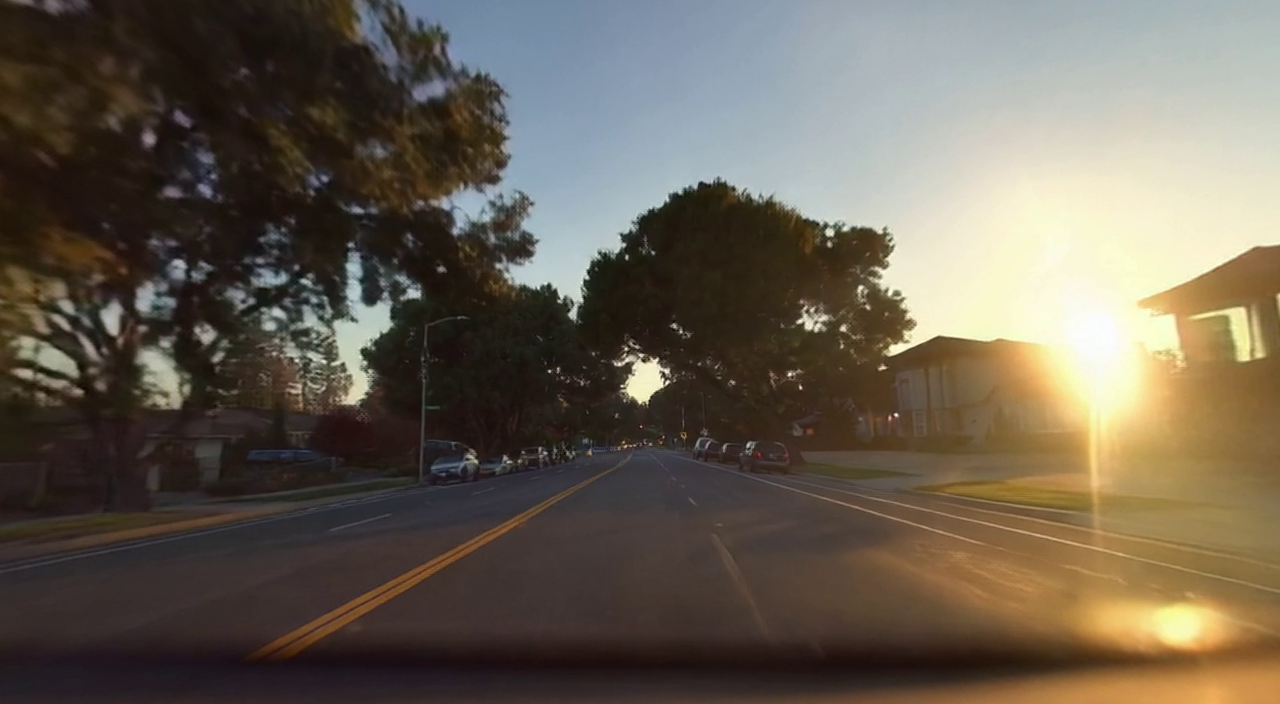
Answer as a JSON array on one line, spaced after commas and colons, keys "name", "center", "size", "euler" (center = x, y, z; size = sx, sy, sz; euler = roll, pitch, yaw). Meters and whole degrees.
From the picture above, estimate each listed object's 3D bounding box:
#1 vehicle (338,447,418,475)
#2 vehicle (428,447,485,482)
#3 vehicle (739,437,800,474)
[{"name": "vehicle", "center": [-18.351, 7.643, 44.393], "size": [4.699, 1.853, 2.095], "euler": [-1, -8, 3]}, {"name": "vehicle", "center": [-10.654, 6.547, 36.975], "size": [1.996, 1.781, 4.139], "euler": [-3, -9, 3]}, {"name": "vehicle", "center": [7.500, 6.048, 37.250], "size": [2.224, 1.956, 6.057], "euler": [0, -8, -1]}]
